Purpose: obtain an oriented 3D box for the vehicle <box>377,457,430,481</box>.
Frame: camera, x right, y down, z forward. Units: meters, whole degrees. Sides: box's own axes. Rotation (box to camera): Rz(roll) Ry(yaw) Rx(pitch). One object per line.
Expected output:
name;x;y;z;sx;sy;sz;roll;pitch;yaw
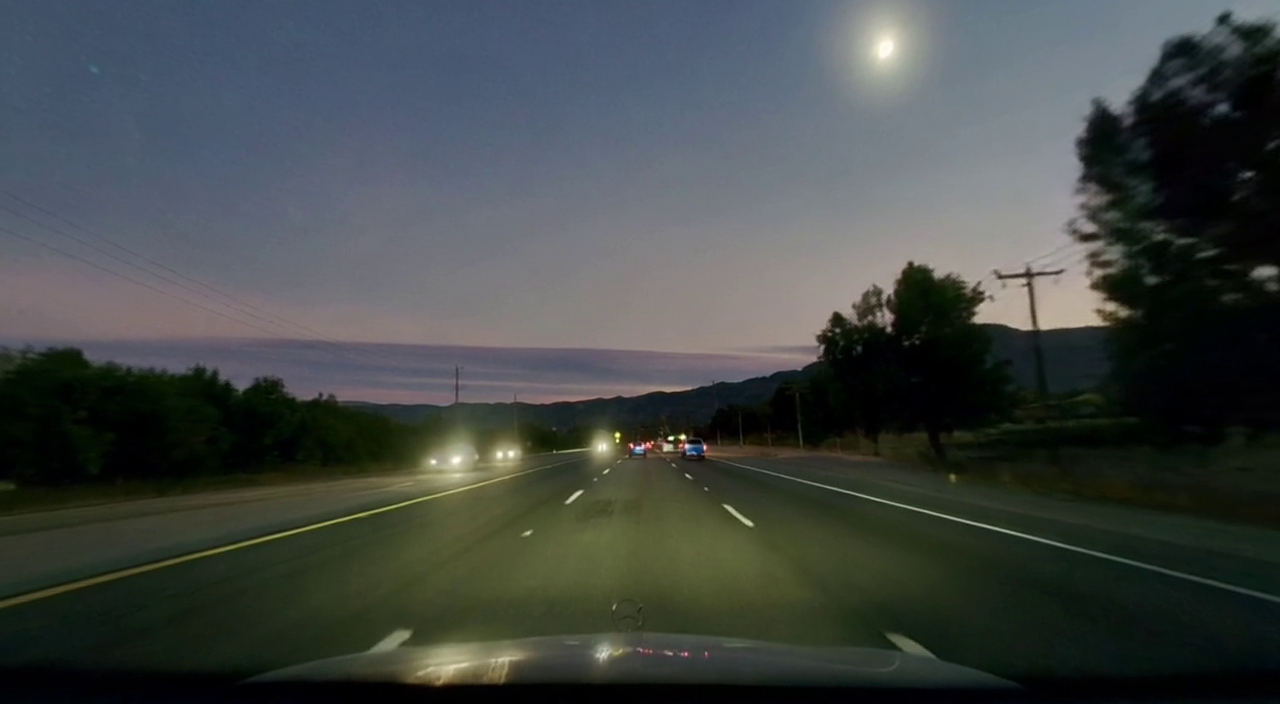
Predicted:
vehicle;-16.245;8.038;43.535;1.869;1.491;4.449;0;-8;1
